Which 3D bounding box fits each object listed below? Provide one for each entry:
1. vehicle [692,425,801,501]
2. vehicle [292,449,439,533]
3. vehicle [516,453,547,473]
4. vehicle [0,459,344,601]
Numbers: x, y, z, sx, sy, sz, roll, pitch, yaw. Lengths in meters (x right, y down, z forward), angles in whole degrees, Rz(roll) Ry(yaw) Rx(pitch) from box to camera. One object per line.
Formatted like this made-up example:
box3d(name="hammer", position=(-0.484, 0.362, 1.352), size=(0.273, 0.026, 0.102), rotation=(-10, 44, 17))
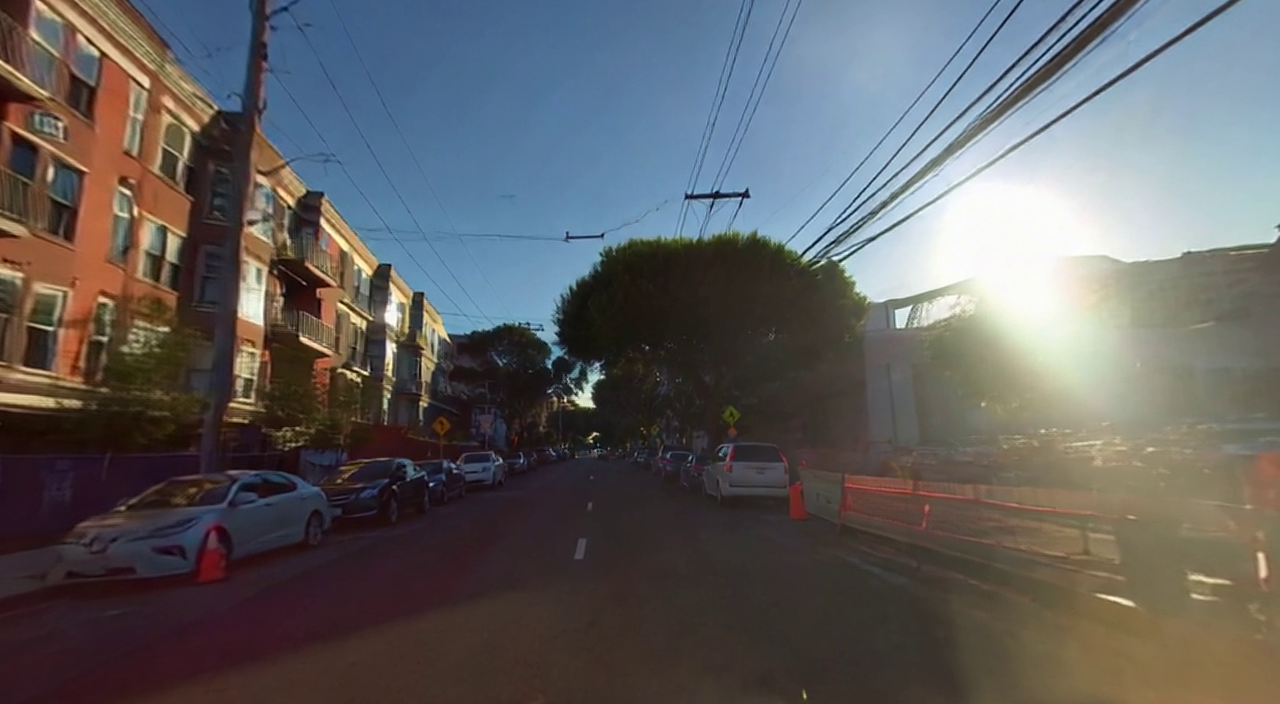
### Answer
box3d(name="vehicle", position=(2.861, 3.306, 18.115), size=(1.994, 1.857, 4.393), rotation=(2, -14, -5))
box3d(name="vehicle", position=(-6.372, 3.210, 15.250), size=(1.996, 1.695, 4.127), rotation=(1, -9, -6))
box3d(name="vehicle", position=(-8.357, 8.573, 48.886), size=(1.968, 1.450, 4.271), rotation=(0, -9, -4))
box3d(name="vehicle", position=(-6.169, 2.390, 9.063), size=(1.967, 1.483, 4.347), rotation=(1, -12, -4))
